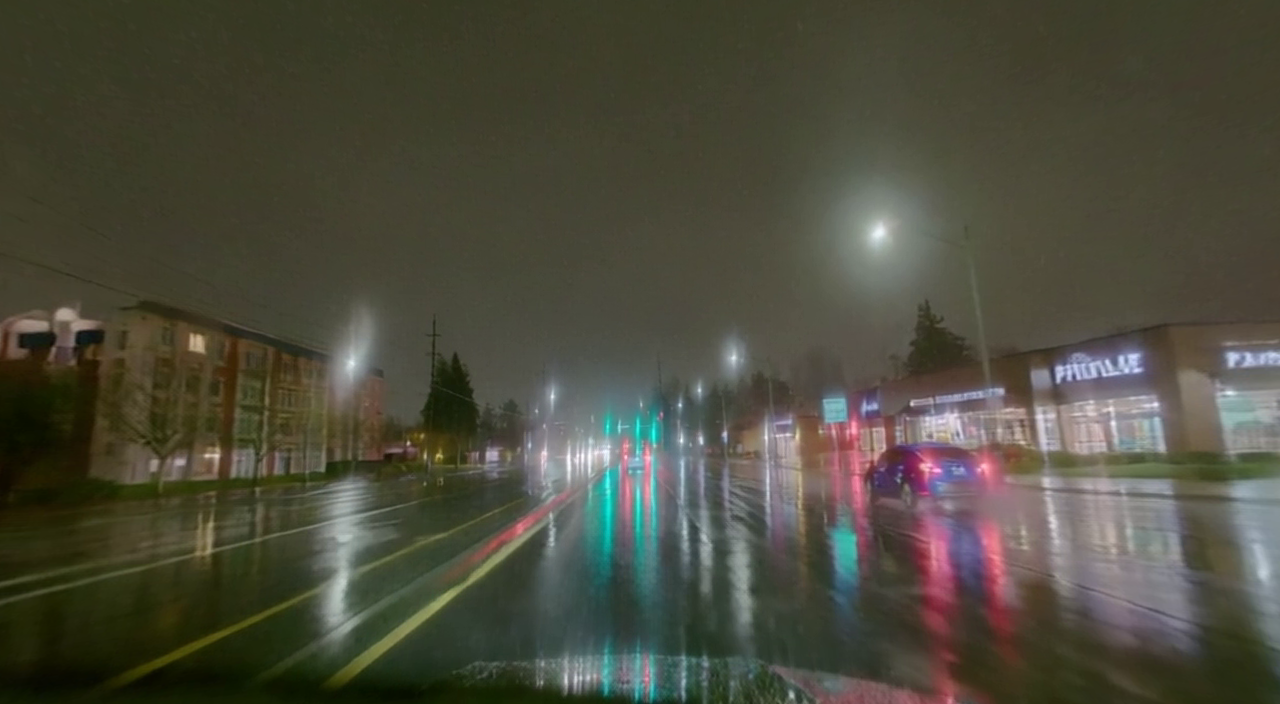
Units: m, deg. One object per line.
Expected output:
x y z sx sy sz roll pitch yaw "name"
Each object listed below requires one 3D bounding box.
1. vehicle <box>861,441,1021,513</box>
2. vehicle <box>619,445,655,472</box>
6.939 2.885 15.142 1.849 1.464 4.119 0 -8 1 "vehicle"
-0.225 6.401 38.228 2.027 1.494 3.942 0 -8 -1 "vehicle"
